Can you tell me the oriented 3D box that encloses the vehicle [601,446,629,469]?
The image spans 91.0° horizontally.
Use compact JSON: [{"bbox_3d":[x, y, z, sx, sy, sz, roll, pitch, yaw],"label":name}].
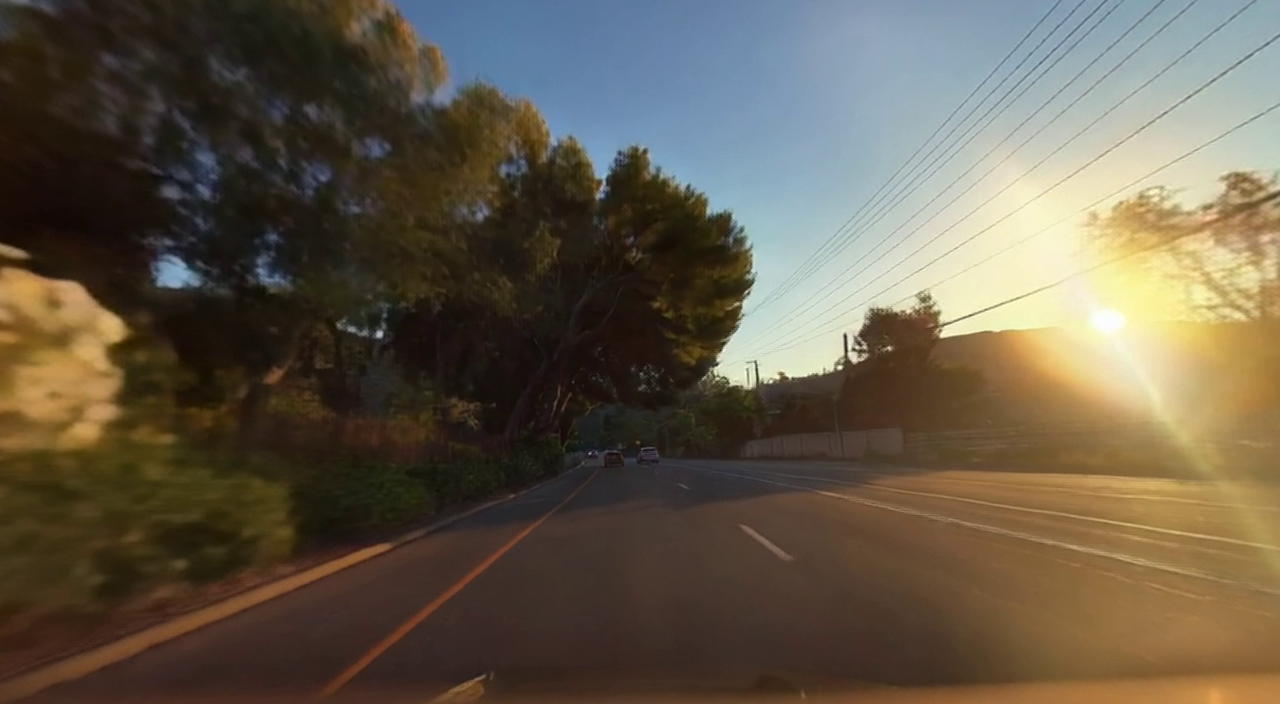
[{"bbox_3d":[-1.939,8.029,48.242,2.005,1.633,4.044,0,-8,-4],"label":"vehicle"}]
